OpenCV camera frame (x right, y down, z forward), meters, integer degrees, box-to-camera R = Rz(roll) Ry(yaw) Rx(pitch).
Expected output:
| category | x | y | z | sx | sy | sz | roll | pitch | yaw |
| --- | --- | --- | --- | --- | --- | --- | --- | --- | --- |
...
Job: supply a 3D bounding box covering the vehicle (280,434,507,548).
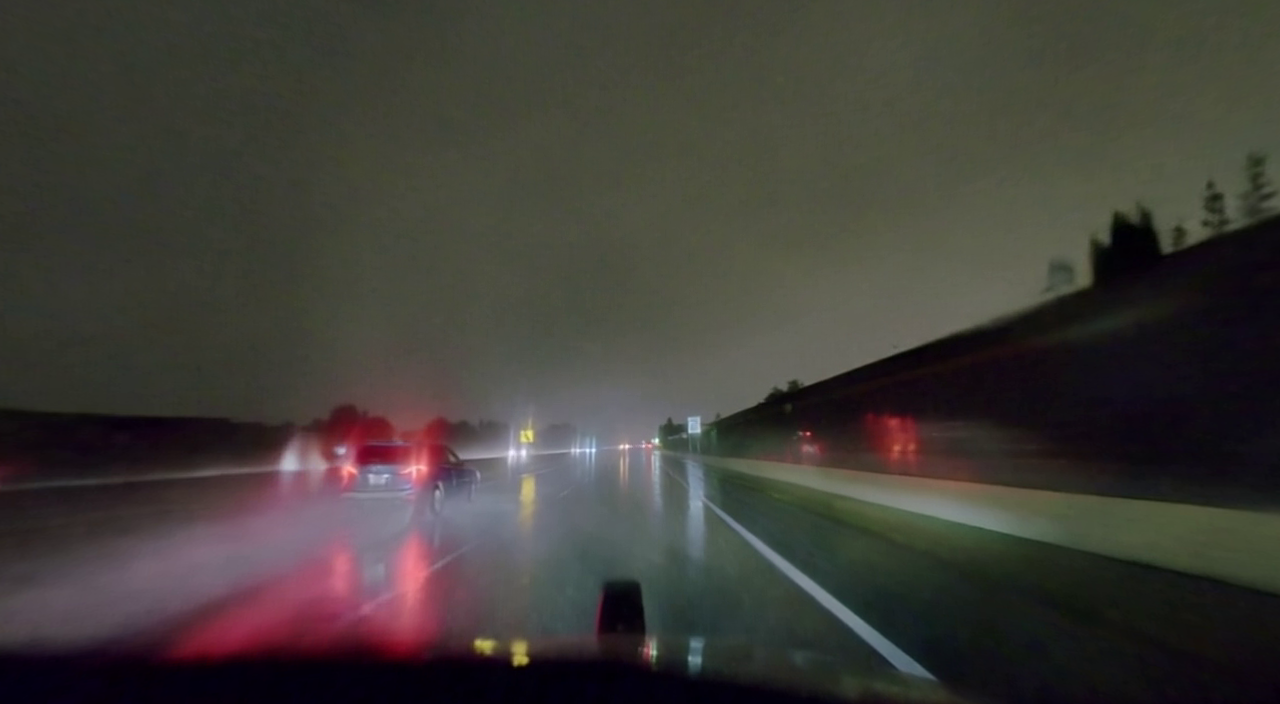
| category | x | y | z | sx | sy | sz | roll | pitch | yaw |
| --- | --- | --- | --- | --- | --- | --- | --- | --- | --- |
| vehicle | -3.919 | 2.292 | 11.099 | 2.118 | 1.562 | 4.541 | 0 | -9 | 1 |
